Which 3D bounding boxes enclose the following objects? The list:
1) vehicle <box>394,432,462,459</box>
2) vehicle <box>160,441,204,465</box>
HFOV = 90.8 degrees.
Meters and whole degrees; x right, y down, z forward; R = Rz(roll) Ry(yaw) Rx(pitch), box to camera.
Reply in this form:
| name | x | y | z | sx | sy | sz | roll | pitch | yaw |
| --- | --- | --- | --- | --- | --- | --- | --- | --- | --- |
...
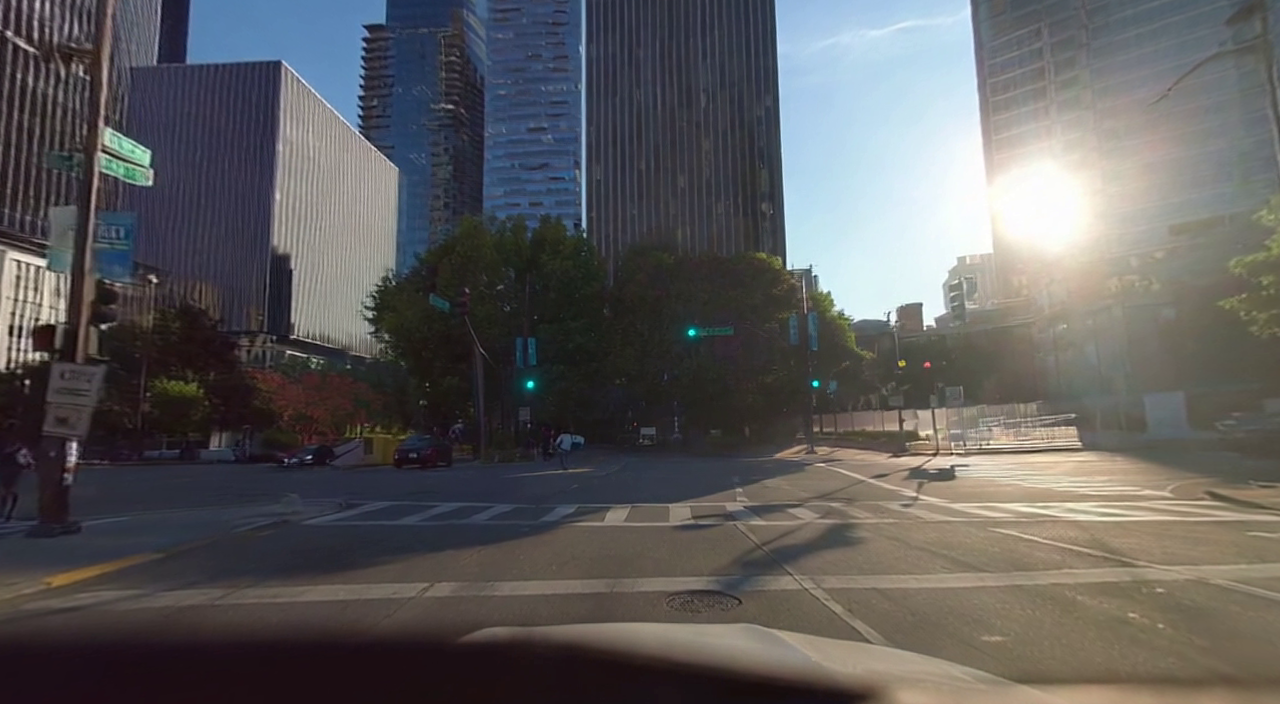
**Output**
| name | x | y | z | sx | sy | sz | roll | pitch | yaw |
| --- | --- | --- | --- | --- | --- | --- | --- | --- | --- |
| vehicle | -12.543 | 5.586 | 37.686 | 1.964 | 1.476 | 4.593 | -2 | -9 | 8 |
| vehicle | -35.255 | 7.768 | 48.758 | 2.084 | 1.750 | 4.426 | 4 | -10 | -28 |
